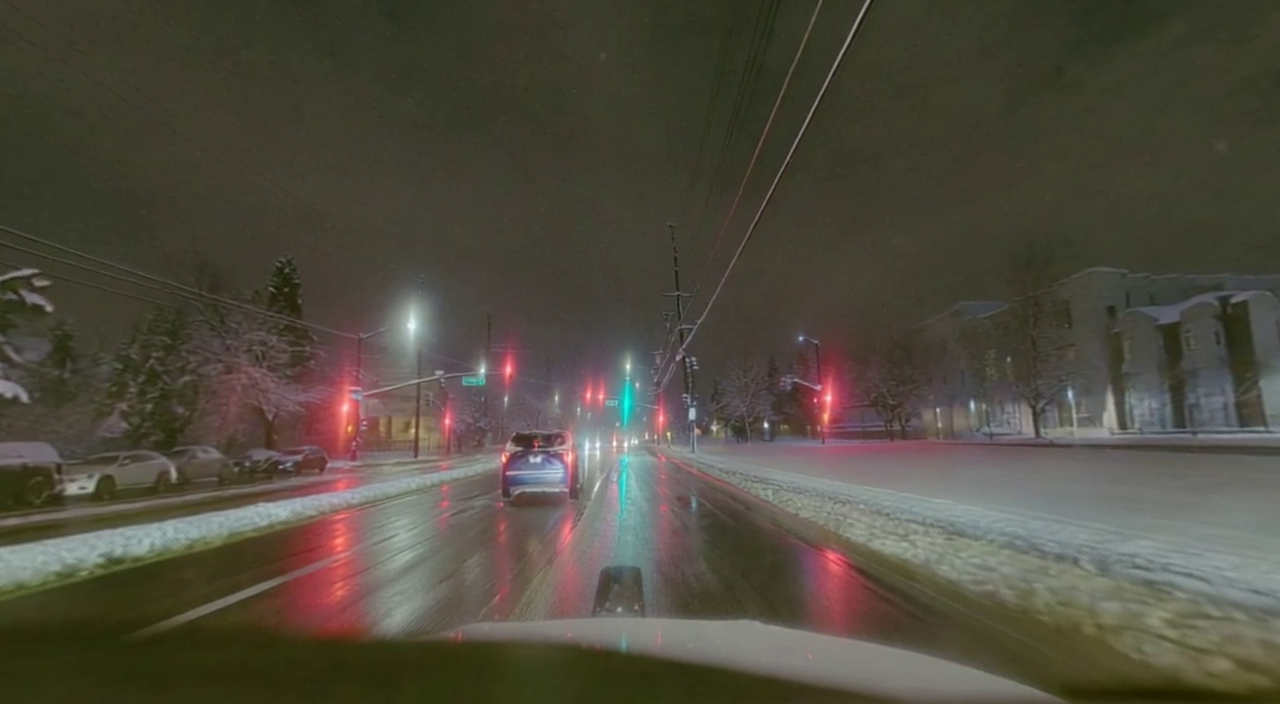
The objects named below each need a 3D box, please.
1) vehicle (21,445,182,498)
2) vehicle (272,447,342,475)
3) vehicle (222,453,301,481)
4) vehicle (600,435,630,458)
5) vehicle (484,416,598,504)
[{"bbox_3d":[-20.512,4.539,24.445,2.015,1.815,4.856,0,-9,-2],"label":"vehicle"},{"bbox_3d":[-20.904,6.832,39.884,1.989,1.689,4.388,0,-9,1],"label":"vehicle"},{"bbox_3d":[-20.902,6.336,35.097,1.790,1.415,4.450,0,-9,-2],"label":"vehicle"},{"bbox_3d":[-1.860,7.222,48.141,2.144,1.681,3.855,0,-9,-1],"label":"vehicle"},{"bbox_3d":[-2.126,2.483,14.820,2.022,1.757,4.041,0,-8,0],"label":"vehicle"}]
